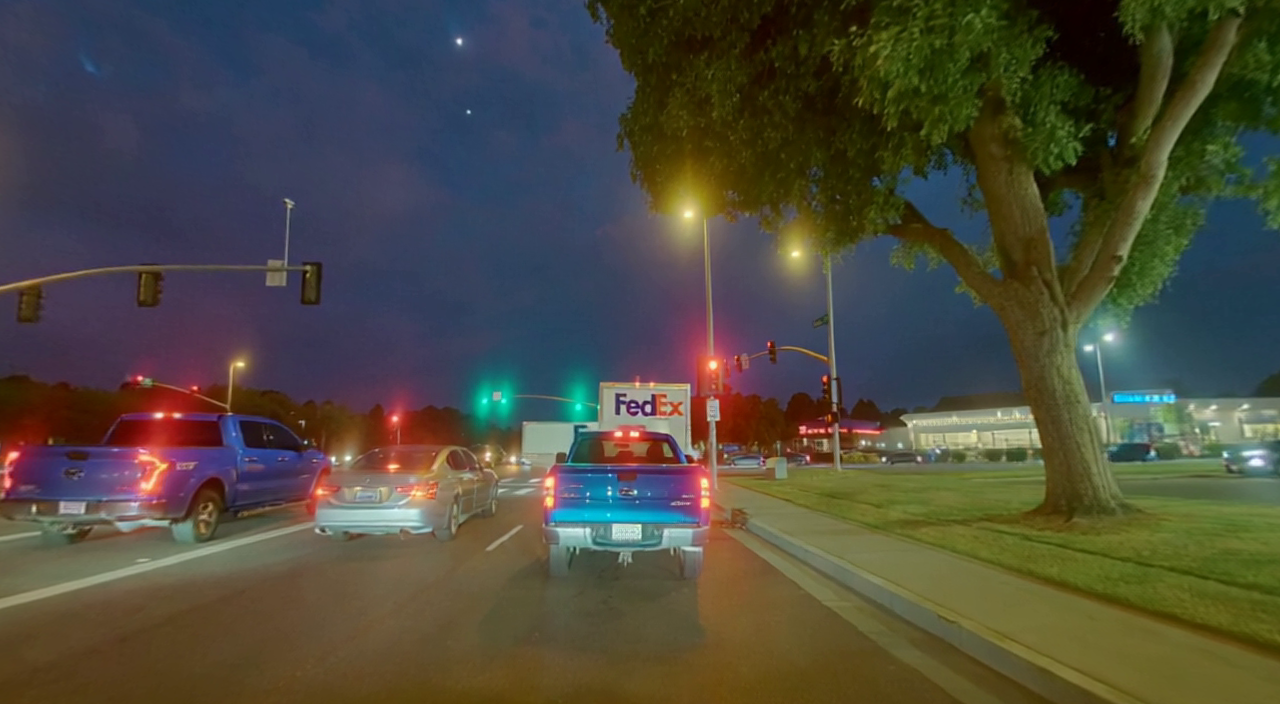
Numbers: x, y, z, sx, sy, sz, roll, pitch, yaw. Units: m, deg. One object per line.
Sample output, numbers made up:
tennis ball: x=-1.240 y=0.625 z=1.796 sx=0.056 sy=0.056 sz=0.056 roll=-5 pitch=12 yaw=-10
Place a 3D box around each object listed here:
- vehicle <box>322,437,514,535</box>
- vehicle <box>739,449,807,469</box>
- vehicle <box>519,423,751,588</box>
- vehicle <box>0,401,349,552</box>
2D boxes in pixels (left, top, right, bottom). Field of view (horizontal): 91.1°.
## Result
vehicle: x=-3.873 y=2.397 z=11.929 sx=1.949 sy=1.487 sz=4.390 roll=0 pitch=-9 yaw=1
vehicle: x=10.274 y=8.282 z=48.650 sx=4.841 sy=1.494 sz=1.829 roll=1 pitch=-9 yaw=-5
vehicle: x=-0.051 y=1.746 z=8.011 sx=2.145 sy=1.513 sz=4.269 roll=0 pitch=-9 yaw=0
vehicle: x=-7.289 y=1.981 z=10.730 sx=2.125 sy=1.893 sz=5.498 roll=0 pitch=-9 yaw=-2
